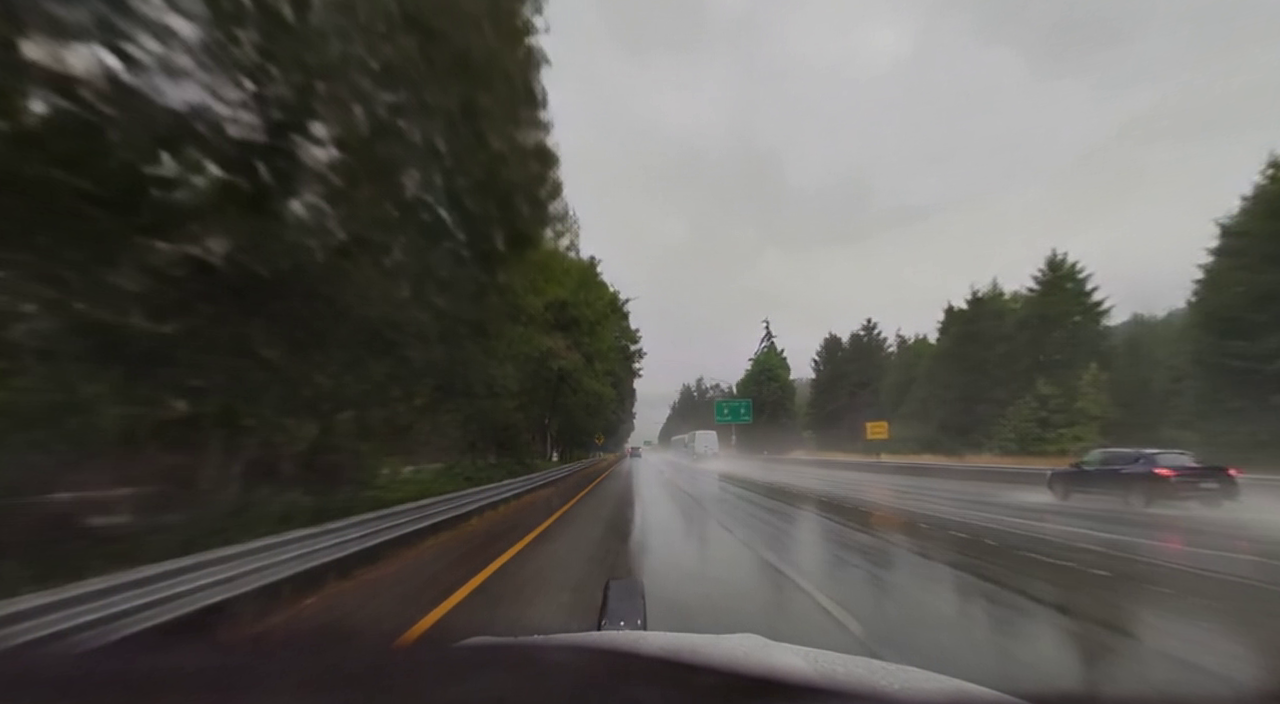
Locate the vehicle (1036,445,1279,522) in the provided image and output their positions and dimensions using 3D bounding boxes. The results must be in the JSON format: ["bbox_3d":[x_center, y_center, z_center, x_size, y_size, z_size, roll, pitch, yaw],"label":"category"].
[{"bbox_3d":[10.768,2.722,13.536,1.926,1.386,3.719,0,-9,-3],"label":"vehicle"}]

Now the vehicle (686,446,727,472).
[{"bbox_3d":[4.244,6.876,40.673,2.058,1.605,4.116,0,-9,-2],"label":"vehicle"}]
